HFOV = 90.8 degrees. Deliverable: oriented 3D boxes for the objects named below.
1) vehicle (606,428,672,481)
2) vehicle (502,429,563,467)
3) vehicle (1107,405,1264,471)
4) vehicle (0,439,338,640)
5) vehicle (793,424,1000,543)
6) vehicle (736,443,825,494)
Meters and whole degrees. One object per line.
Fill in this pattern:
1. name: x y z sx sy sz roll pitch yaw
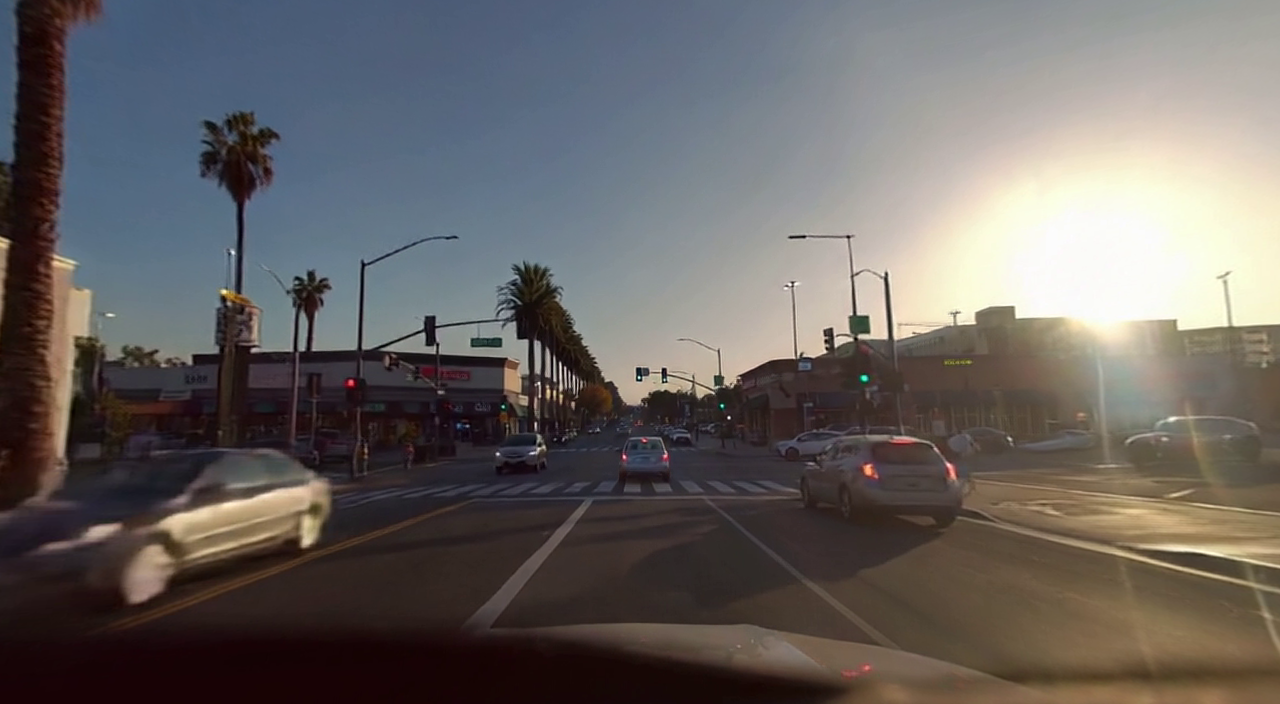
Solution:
1. vehicle: -0.068 3.885 24.136 2.264 1.798 4.531 0 -8 -1
2. vehicle: -5.551 5.044 33.325 2.324 1.808 4.946 0 -8 0
3. vehicle: 16.879 2.600 19.606 3.704 1.556 1.790 -3 -1 -14
4. vehicle: -5.425 1.715 6.947 2.009 1.461 4.484 0 -8 0
5. vehicle: 4.289 2.247 11.526 2.070 1.711 4.480 -1 -8 3
6. vehicle: 4.412 3.712 20.575 1.963 1.449 4.653 0 -8 2
